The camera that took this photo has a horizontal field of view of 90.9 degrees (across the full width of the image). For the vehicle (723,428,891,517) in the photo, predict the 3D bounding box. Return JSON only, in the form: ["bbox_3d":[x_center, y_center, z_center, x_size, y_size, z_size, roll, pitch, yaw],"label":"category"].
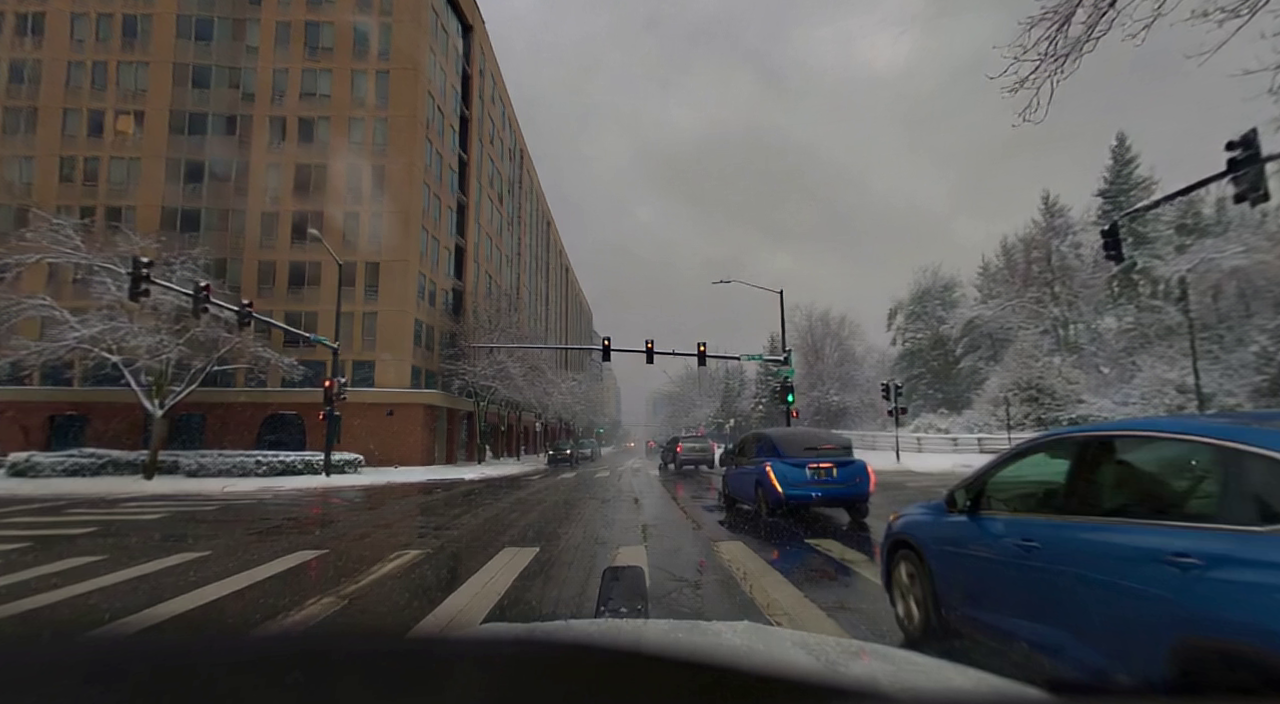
[{"bbox_3d":[3.080,2.335,12.771,2.009,1.443,4.509,0,-8,-2],"label":"vehicle"}]

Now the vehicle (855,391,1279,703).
[{"bbox_3d":[2.861,1.037,3.096,2.039,1.470,4.355,0,-8,0],"label":"vehicle"}]

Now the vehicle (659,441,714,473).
[{"bbox_3d":[2.148,5.015,30.420,2.040,1.421,4.550,0,-8,-3],"label":"vehicle"}]
